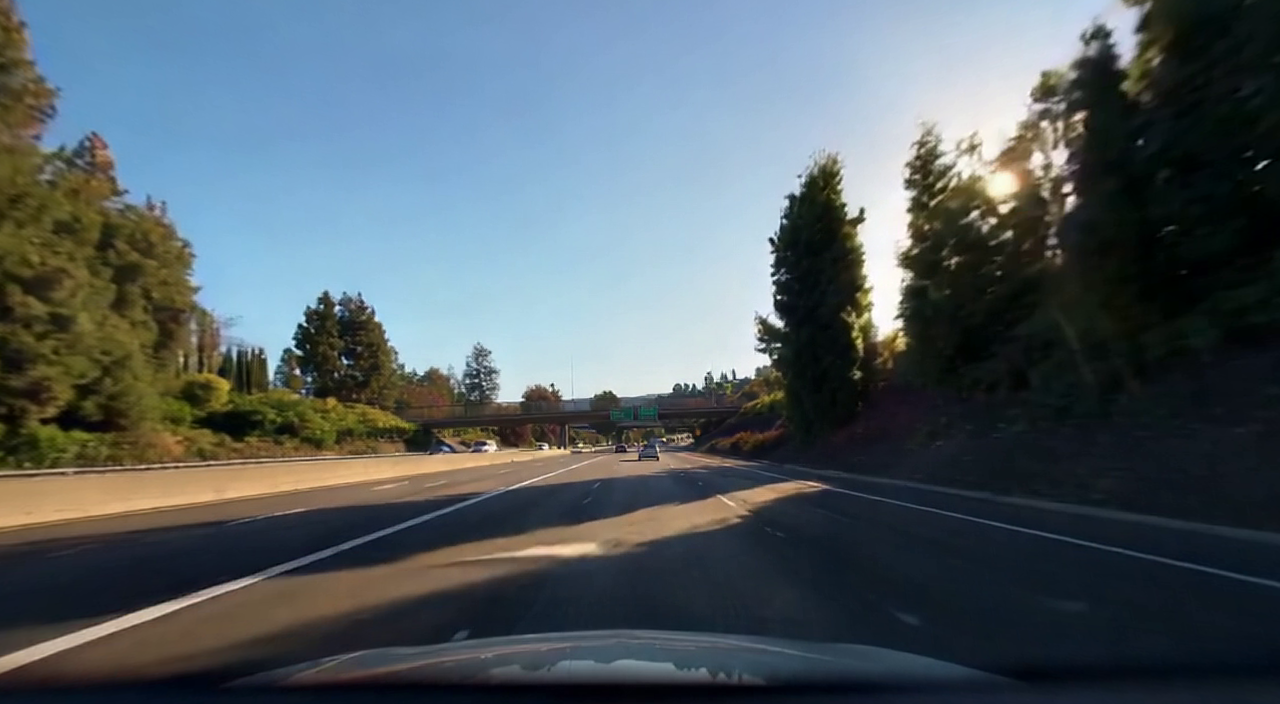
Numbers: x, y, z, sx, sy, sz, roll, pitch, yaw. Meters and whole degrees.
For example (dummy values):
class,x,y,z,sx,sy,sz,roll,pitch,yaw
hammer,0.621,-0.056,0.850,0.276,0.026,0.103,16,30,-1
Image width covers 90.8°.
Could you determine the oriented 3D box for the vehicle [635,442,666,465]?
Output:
class,x,y,z,sx,sy,sz,roll,pitch,yaw
vehicle,0.634,6.806,42.433,1.970,1.477,4.158,0,-9,-1
